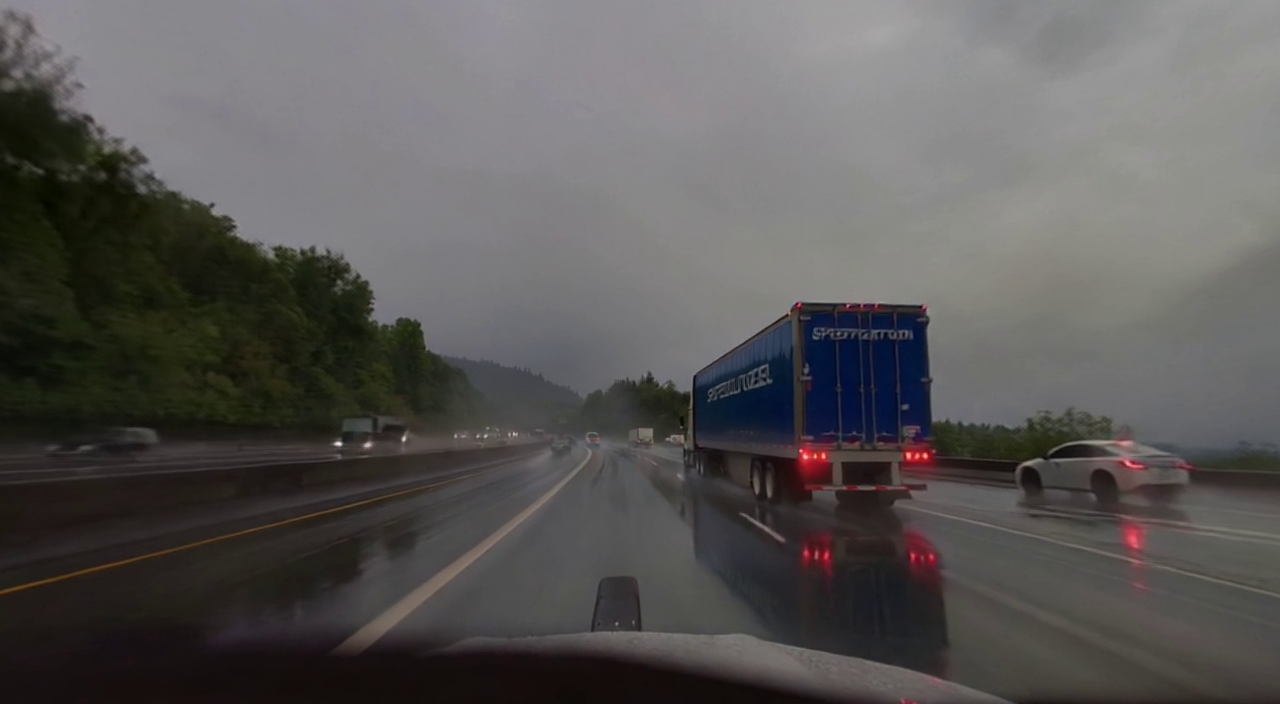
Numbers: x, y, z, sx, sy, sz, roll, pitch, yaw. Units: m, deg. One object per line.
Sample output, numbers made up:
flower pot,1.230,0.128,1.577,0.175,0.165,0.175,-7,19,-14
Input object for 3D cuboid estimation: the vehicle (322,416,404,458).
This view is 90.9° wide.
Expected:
vehicle,-16.229,5.032,37.342,2.371,2.268,5.885,0,-8,-3

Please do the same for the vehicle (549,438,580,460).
vehicle,-5.578,7.224,47.036,2.030,1.547,3.862,1,-8,-3

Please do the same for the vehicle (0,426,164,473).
vehicle,-19.344,3.374,22.035,1.824,1.479,4.672,0,-8,-2

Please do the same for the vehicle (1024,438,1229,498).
vehicle,15.320,3.627,20.257,1.975,1.655,4.814,3,-8,-18

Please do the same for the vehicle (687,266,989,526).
vehicle,3.584,1.620,16.917,2.910,4.051,14.278,0,-8,-2
